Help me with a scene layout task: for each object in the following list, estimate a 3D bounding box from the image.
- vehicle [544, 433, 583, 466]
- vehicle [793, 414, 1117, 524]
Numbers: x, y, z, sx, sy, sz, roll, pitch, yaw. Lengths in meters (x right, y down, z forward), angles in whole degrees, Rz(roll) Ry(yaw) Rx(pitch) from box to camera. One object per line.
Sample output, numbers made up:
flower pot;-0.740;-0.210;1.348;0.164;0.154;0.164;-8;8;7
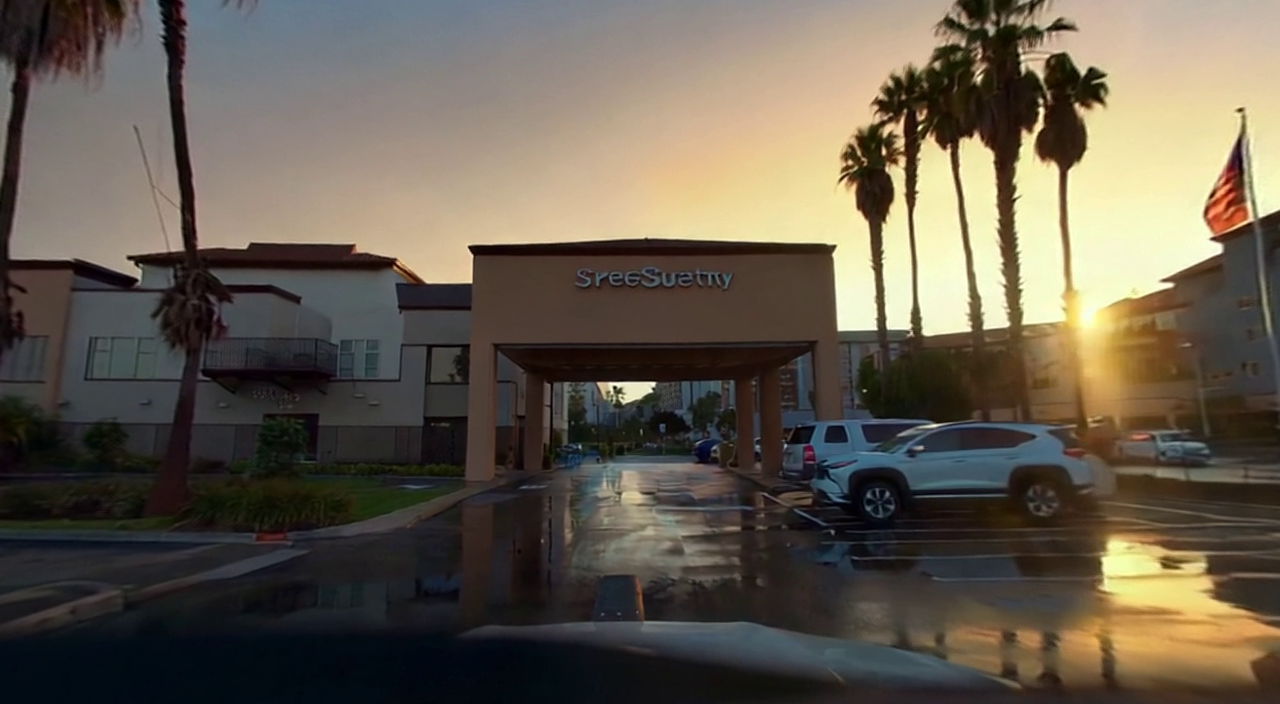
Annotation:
vehicle;-5.401;6.892;44.876;1.943;1.890;4.472;3;-4;3
vehicle;5.218;2.001;11.009;4.567;1.723;1.926;0;-8;2
